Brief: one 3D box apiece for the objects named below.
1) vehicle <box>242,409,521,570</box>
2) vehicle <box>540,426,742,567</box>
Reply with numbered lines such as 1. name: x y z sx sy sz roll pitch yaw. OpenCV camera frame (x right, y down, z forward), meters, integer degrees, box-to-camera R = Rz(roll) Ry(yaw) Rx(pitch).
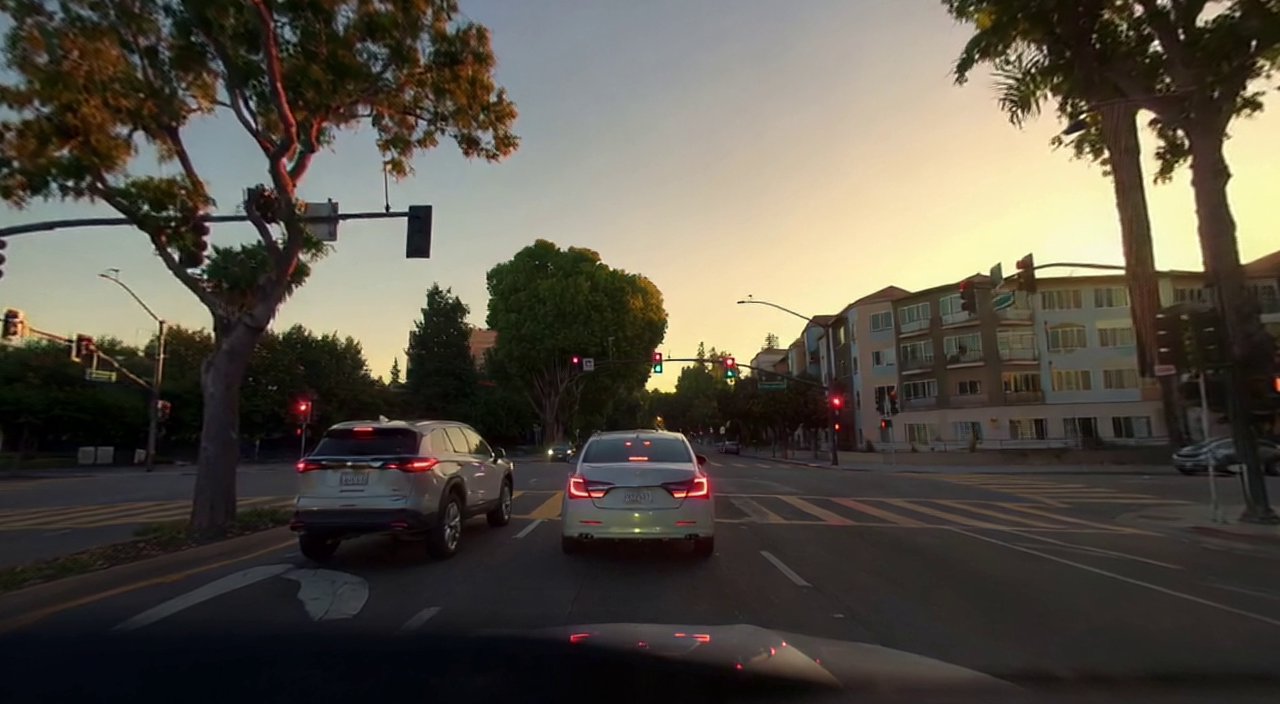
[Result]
1. vehicle: -3.192 1.800 9.055 2.081 1.719 4.434 0 -8 0
2. vehicle: 0.008 1.863 8.884 2.190 1.522 3.850 0 -8 0
